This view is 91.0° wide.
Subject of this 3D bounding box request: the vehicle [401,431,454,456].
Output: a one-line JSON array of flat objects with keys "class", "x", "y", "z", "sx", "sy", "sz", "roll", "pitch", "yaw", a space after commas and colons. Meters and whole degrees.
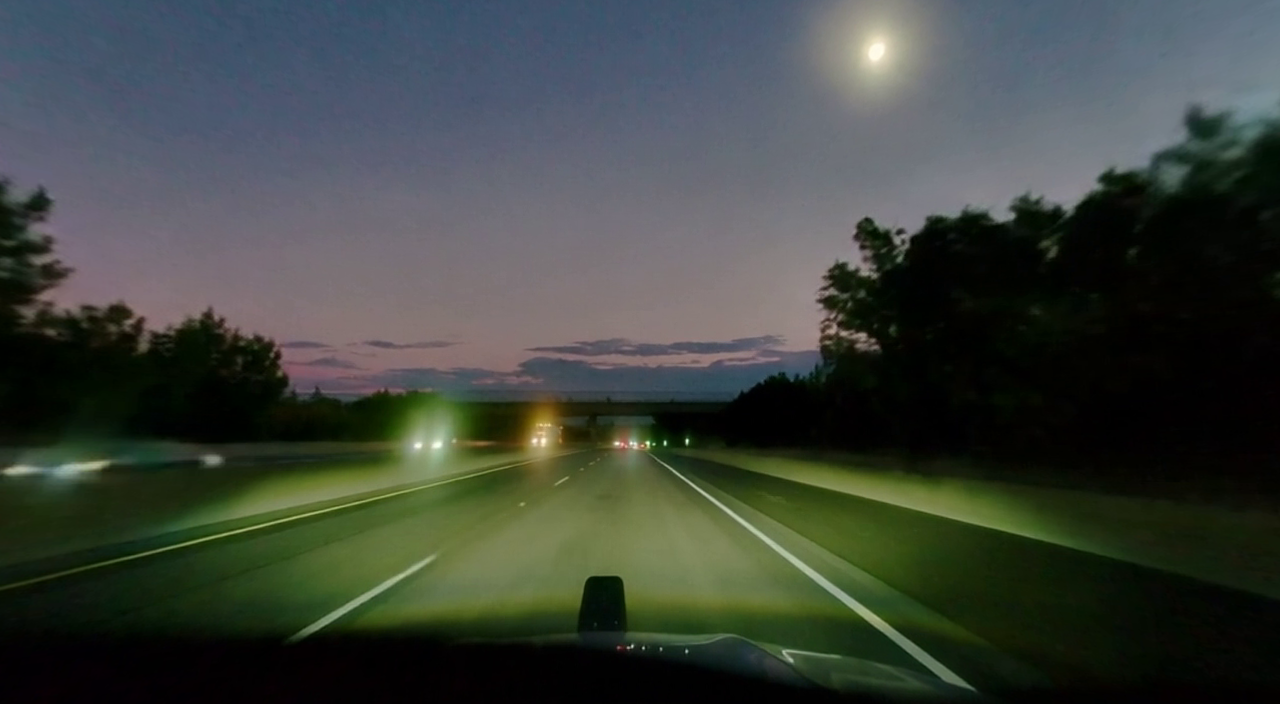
[{"class": "vehicle", "x": -13.683, "y": 5.948, "z": 40.863, "sx": 1.919, "sy": 1.481, "sz": 4.525, "roll": 0, "pitch": -8, "yaw": -1}]
